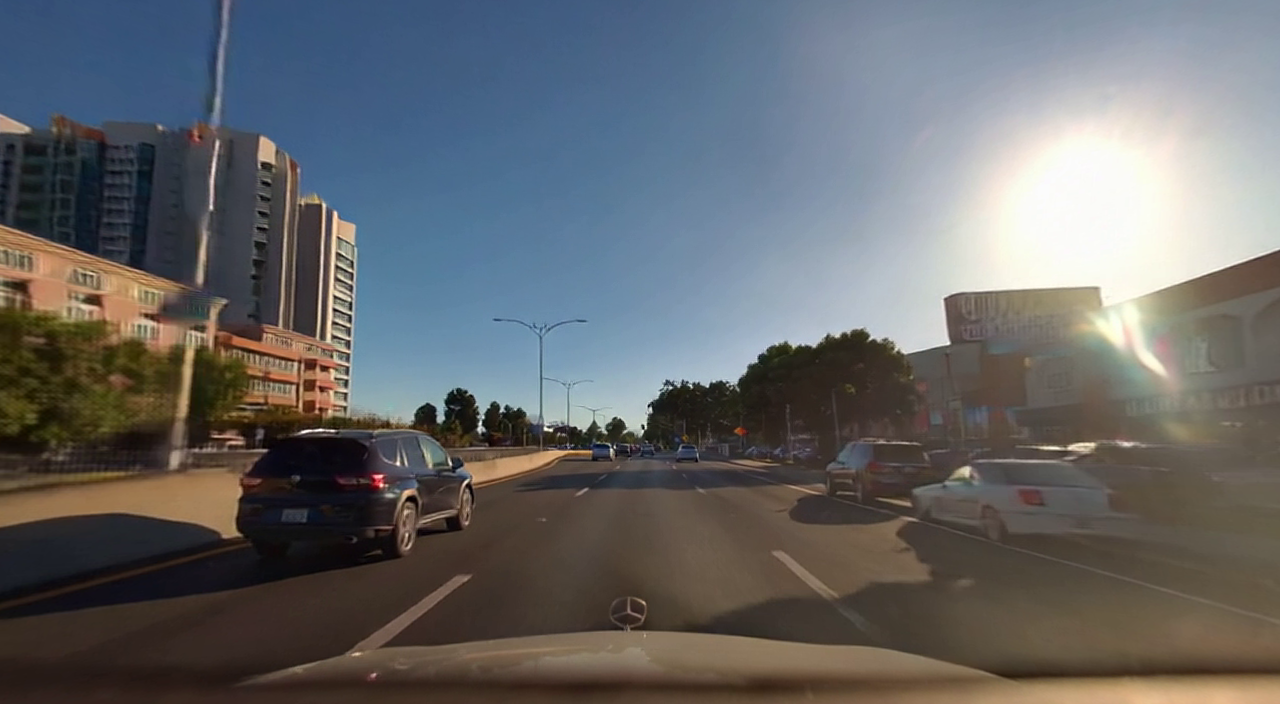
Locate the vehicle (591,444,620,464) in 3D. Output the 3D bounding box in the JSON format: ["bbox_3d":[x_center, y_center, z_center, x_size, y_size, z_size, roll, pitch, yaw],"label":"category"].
[{"bbox_3d":[-2.628,7.928,49.086,2.005,1.446,4.265,0,-9,1],"label":"vehicle"}]

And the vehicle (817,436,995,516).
[{"bbox_3d":[6.855,3.255,17.277,2.335,1.790,5.991,0,-9,1],"label":"vehicle"}]

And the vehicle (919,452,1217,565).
[{"bbox_3d":[6.629,2.416,10.592,1.888,1.425,4.547,0,-9,1],"label":"vehicle"}]

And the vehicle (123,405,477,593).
[{"bbox_3d":[-3.528,1.594,7.609,1.983,1.635,3.957,0,-9,1],"label":"vehicle"}]

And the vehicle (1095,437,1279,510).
[{"bbox_3d":[15.104,3.045,16.086,5.326,1.690,2.007,-8,-12,42],"label":"vehicle"}]
